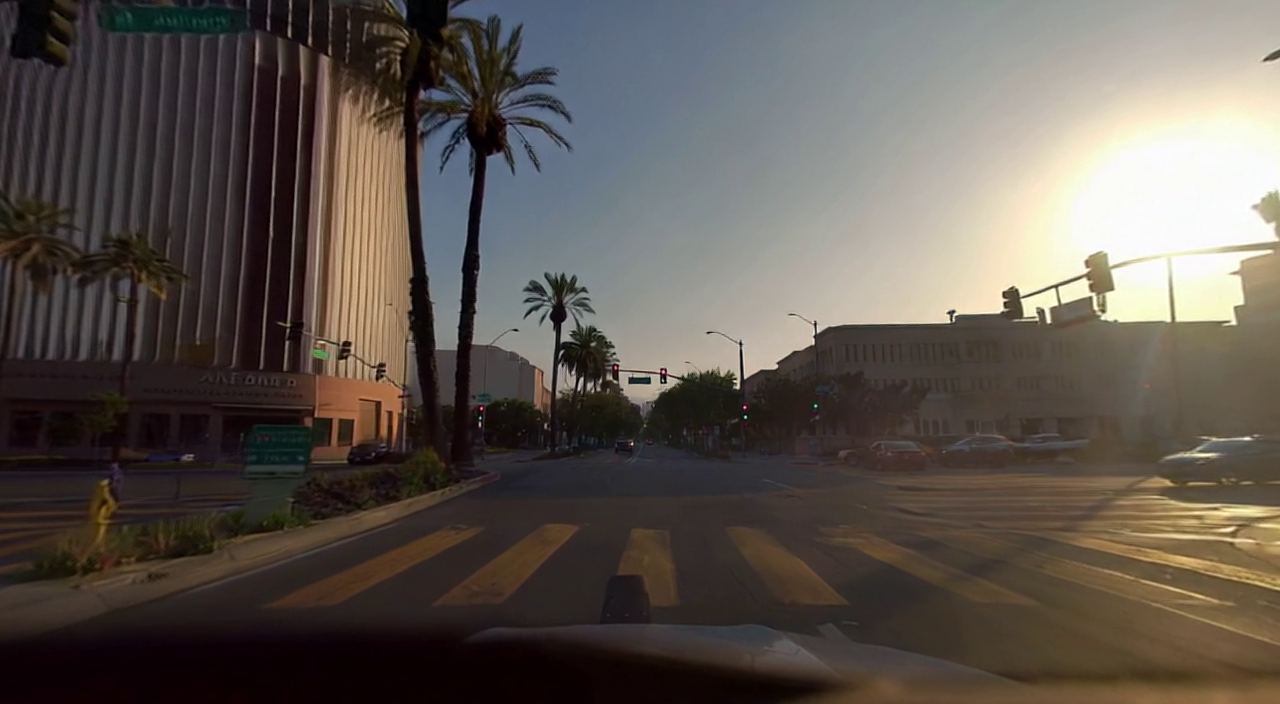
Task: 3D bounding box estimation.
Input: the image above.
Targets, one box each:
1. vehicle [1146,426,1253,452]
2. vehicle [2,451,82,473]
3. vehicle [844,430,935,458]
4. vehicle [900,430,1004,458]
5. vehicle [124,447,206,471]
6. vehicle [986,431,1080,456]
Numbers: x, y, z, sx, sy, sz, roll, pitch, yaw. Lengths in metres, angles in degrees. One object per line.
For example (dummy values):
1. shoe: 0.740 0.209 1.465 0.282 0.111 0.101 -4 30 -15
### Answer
1. vehicle: 33.210 5.195 37.492 4.567 1.458 1.791 0 -8 0
2. vehicle: -41.649 7.658 43.945 3.698 1.467 1.779 0 -8 1
3. vehicle: 15.024 5.569 38.090 4.648 1.665 1.910 0 -8 0
4. vehicle: 16.938 5.017 34.375 4.684 1.461 1.777 0 -8 -1
5. vehicle: -33.061 7.441 43.928 4.136 1.661 1.857 0 -8 0
6. vehicle: 23.540 5.492 37.847 4.423 1.465 1.798 0 -8 1
